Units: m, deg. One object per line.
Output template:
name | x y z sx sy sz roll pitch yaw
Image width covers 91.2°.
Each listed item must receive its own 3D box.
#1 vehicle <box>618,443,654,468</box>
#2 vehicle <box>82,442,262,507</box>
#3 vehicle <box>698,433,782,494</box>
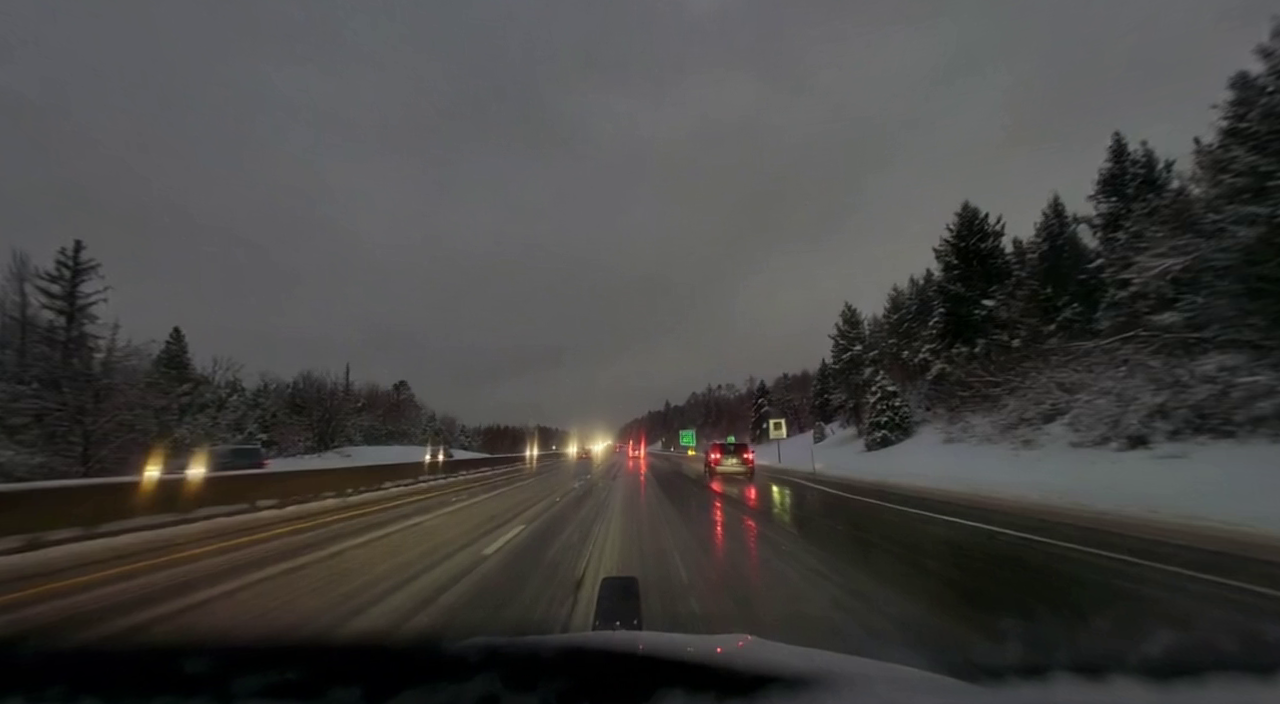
vehicle | -0.247 7.123 43.262 1.969 1.595 3.964 -1 -9 7
vehicle | -12.894 3.366 17.678 1.930 1.584 4.230 0 -9 -3
vehicle | 2.963 3.419 19.518 2.143 1.667 4.221 -1 -9 3
